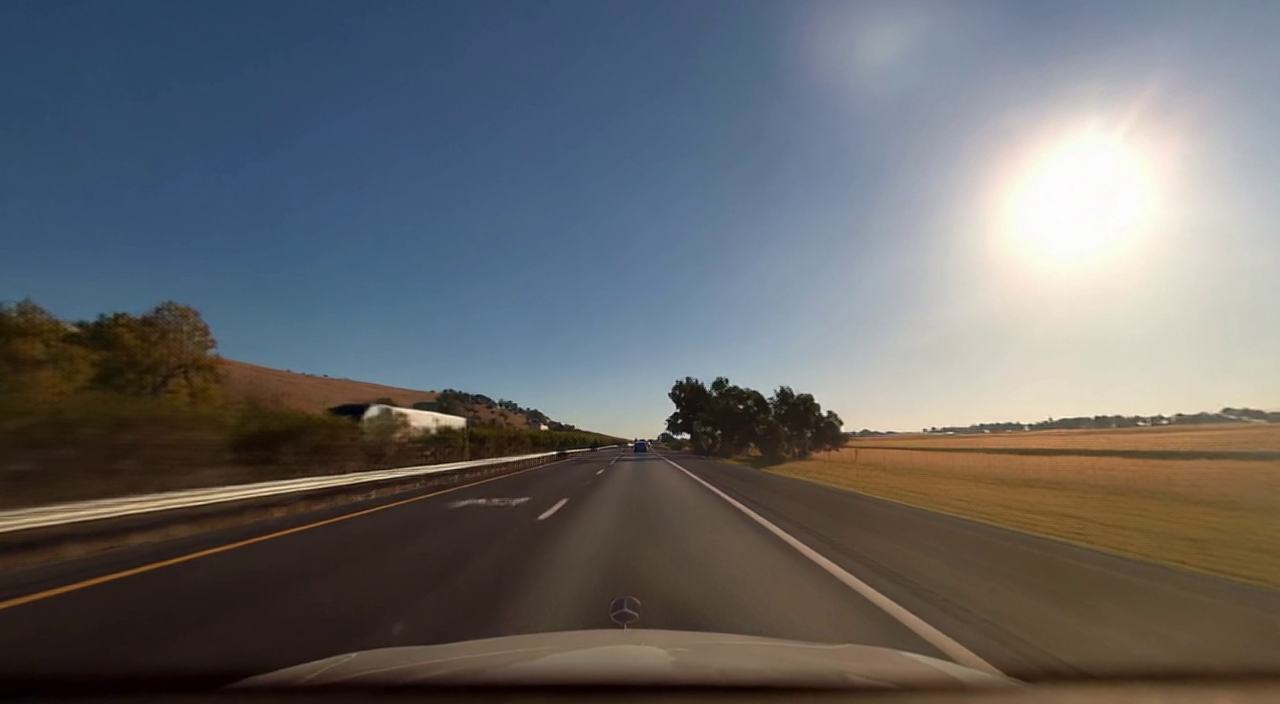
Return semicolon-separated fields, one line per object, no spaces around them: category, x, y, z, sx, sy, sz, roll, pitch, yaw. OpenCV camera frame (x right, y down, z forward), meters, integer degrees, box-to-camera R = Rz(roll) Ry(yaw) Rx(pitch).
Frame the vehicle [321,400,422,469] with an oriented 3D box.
vehicle;-16.479;5.190;39.250;2.976;3.855;7.457;0;-8;0
